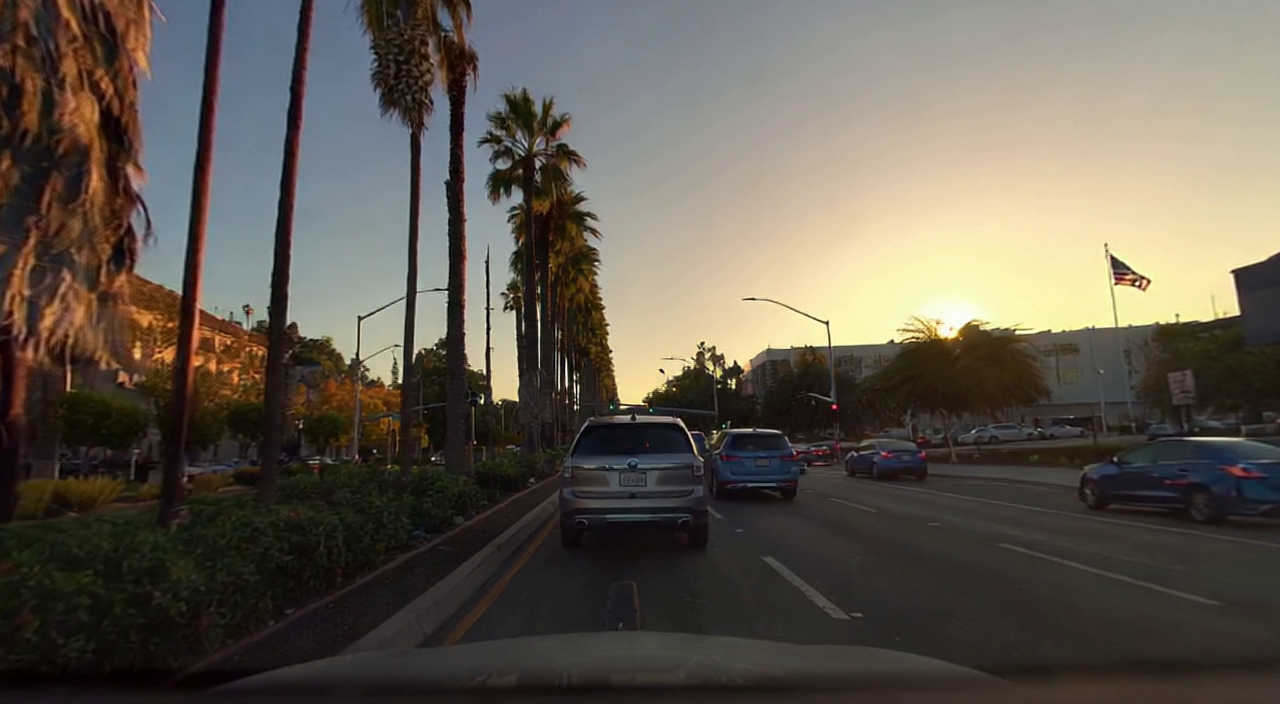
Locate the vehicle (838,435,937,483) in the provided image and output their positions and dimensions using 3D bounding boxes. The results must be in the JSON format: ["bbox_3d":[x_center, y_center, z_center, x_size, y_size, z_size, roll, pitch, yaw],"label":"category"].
[{"bbox_3d":[10.088,4.389,26.181,2.155,1.779,4.582,0,-9,-1],"label":"vehicle"}]

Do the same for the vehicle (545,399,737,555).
[{"bbox_3d":[-0.027,1.908,10.260,2.402,1.938,4.535,0,-9,-1],"label":"vehicle"}]

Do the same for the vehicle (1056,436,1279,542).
[{"bbox_3d":[9.801,2.278,11.200,1.967,1.485,4.267,0,-9,1],"label":"vehicle"}]

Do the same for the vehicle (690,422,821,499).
[{"bbox_3d":[3.299,3.331,19.814,2.773,2.021,6.212,0,-9,-1],"label":"vehicle"}]

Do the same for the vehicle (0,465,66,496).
[{"bbox_3d":[-45.875,9.223,45.503,6.410,2.078,2.584,0,-9,0],"label":"vehicle"}]
